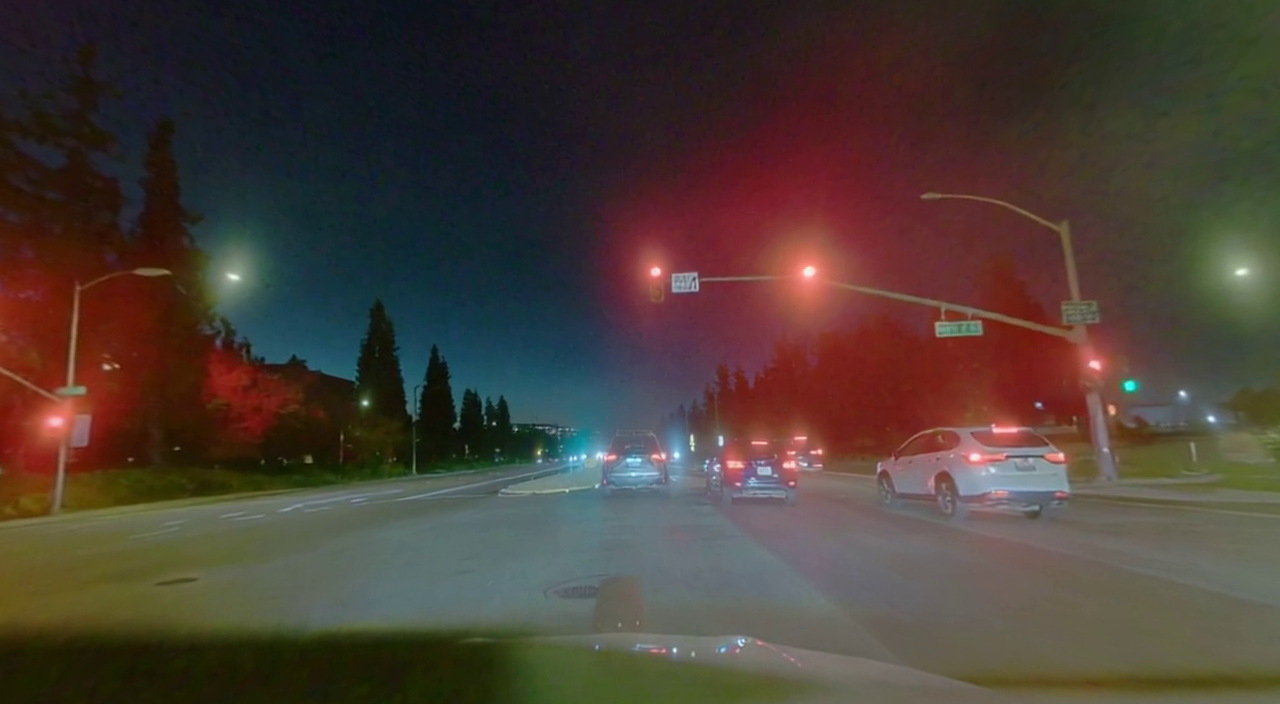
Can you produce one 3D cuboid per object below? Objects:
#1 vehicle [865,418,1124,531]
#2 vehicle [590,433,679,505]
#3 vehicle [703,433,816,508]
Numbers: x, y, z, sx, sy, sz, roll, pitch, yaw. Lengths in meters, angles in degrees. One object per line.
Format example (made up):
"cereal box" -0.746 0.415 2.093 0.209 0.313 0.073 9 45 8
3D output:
"vehicle" 6.947 2.470 13.383 2.251 1.873 5.346 0 -9 -2
"vehicle" -0.193 3.415 18.850 2.353 1.894 4.122 0 -9 -1
"vehicle" 3.155 3.271 17.955 2.057 1.788 5.216 0 -9 -2
